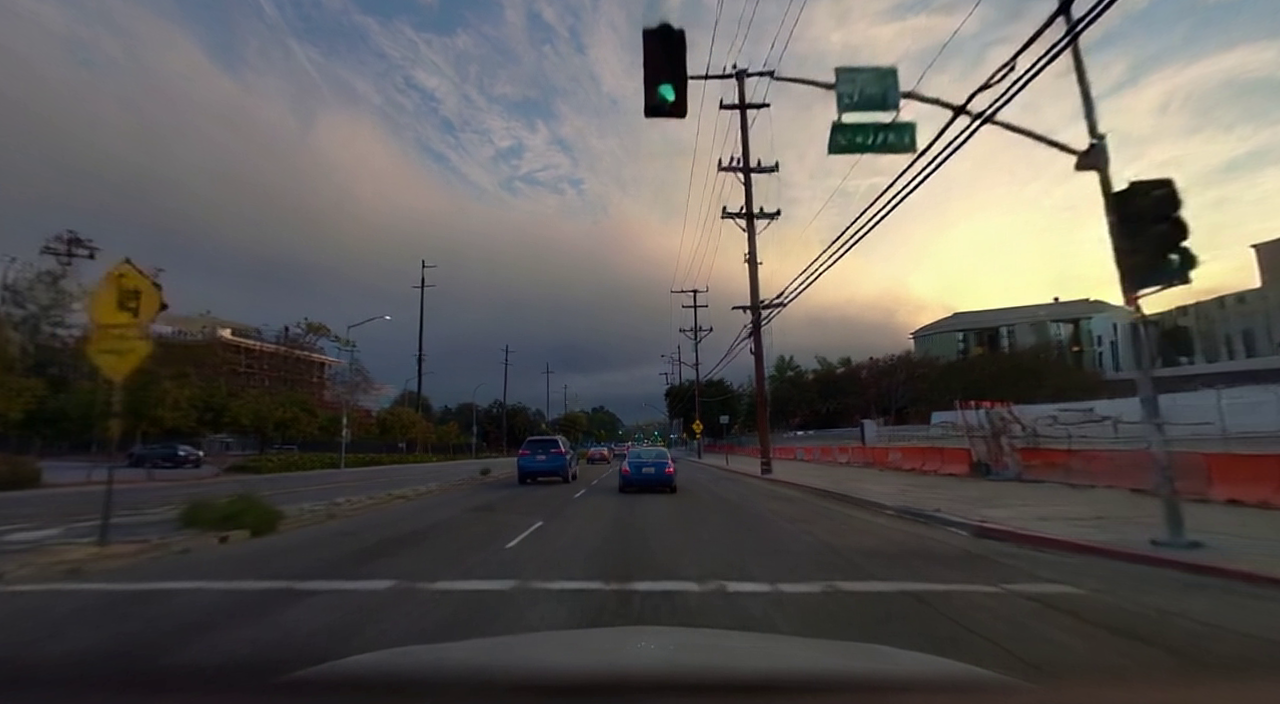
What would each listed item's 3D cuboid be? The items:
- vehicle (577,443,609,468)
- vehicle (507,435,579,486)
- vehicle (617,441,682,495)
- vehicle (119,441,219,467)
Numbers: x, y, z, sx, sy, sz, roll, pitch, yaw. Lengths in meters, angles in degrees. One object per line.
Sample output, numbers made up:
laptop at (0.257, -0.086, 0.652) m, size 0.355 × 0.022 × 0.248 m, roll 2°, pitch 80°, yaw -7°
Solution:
vehicle at (-3.392, 7.571, 46.210) m, size 1.910 × 1.713 × 4.786 m, roll 0°, pitch -8°, yaw 1°
vehicle at (-3.730, 4.246, 24.951) m, size 2.078 × 1.804 × 4.387 m, roll 0°, pitch -8°, yaw 1°
vehicle at (0.300, 4.001, 22.017) m, size 2.059 × 1.691 × 3.980 m, roll 0°, pitch -8°, yaw 0°
vehicle at (-31.766, 6.902, 42.423) m, size 5.155 × 1.679 × 1.934 m, roll 0°, pitch -8°, yaw 0°
